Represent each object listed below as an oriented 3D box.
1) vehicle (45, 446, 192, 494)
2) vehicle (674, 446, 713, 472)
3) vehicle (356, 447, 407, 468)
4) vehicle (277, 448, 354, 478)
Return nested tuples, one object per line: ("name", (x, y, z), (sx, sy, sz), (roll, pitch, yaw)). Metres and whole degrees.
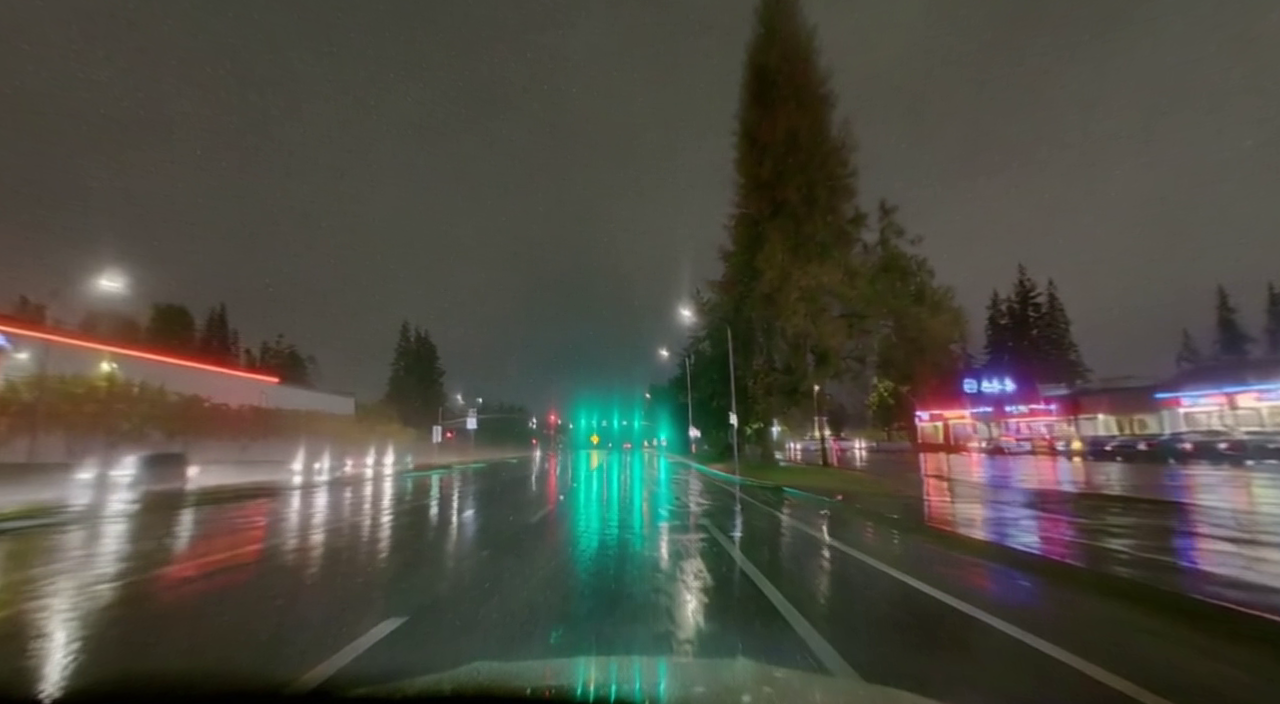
("vehicle", (-20.440, 4.612, 24.984), (1.963, 1.694, 4.535), (0, -9, -1))
("vehicle", (3.335, 6.753, 39.963), (1.992, 1.513, 4.683), (0, -8, -1))
("vehicle", (-19.939, 8.169, 48.837), (2.068, 1.537, 4.948), (0, -9, -3))
("vehicle", (-17.439, 5.956, 34.061), (1.903, 1.446, 4.306), (0, -9, 0))
